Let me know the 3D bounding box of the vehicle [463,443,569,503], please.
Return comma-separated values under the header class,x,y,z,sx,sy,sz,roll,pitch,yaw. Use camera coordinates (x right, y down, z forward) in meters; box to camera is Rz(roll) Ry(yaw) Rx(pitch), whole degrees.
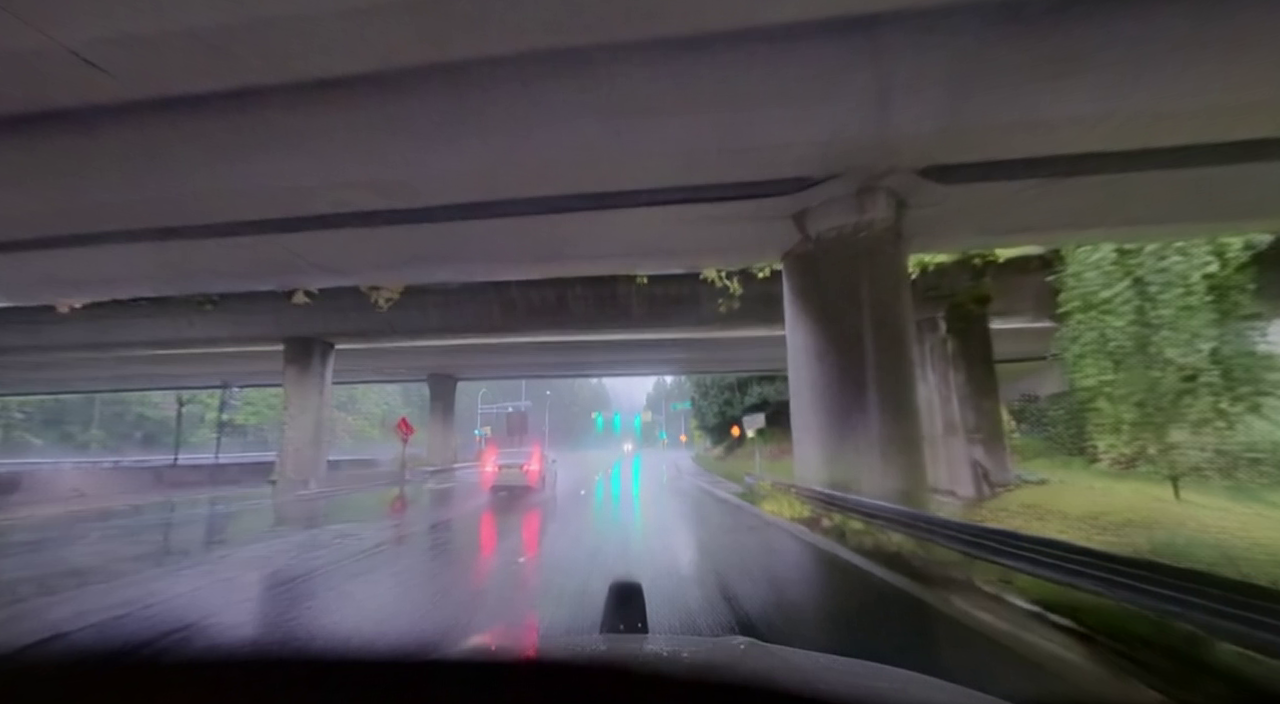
class,x,y,z,sx,sy,sz,roll,pitch,yaw
vehicle,-3.298,3.334,17.762,1.963,1.460,4.614,0,-9,1
